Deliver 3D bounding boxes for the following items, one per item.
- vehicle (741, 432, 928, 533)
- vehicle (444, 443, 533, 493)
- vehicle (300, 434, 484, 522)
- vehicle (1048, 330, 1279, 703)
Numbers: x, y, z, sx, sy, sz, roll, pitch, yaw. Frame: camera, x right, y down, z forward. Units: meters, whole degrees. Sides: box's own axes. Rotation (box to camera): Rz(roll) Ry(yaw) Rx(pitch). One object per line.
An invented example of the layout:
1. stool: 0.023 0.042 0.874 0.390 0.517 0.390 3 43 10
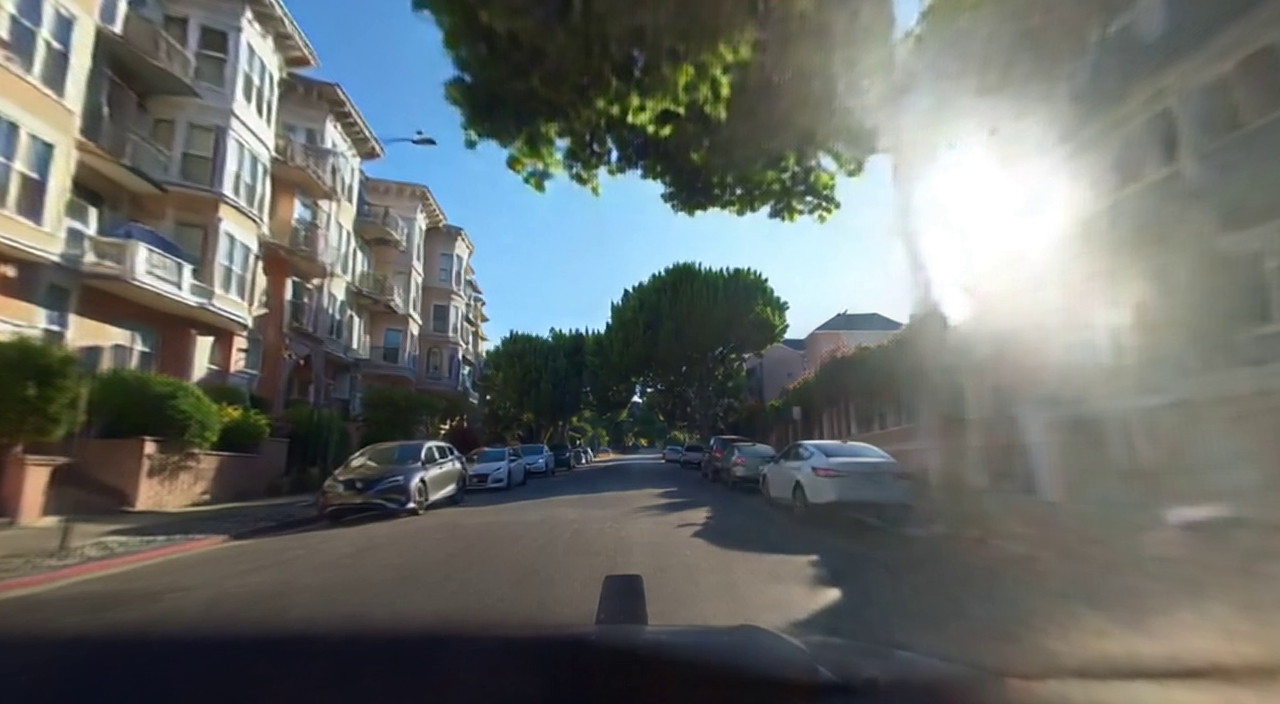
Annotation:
1. vehicle: 3.772 2.614 13.454 2.187 1.699 5.038 0 -8 -2
2. vehicle: -5.708 4.385 24.578 2.256 1.590 5.488 -3 -8 -2
3. vehicle: -5.620 2.891 15.301 2.222 1.735 5.215 0 -8 1
4. vehicle: 3.947 0.585 0.962 2.473 1.895 6.050 0 -10 -2
